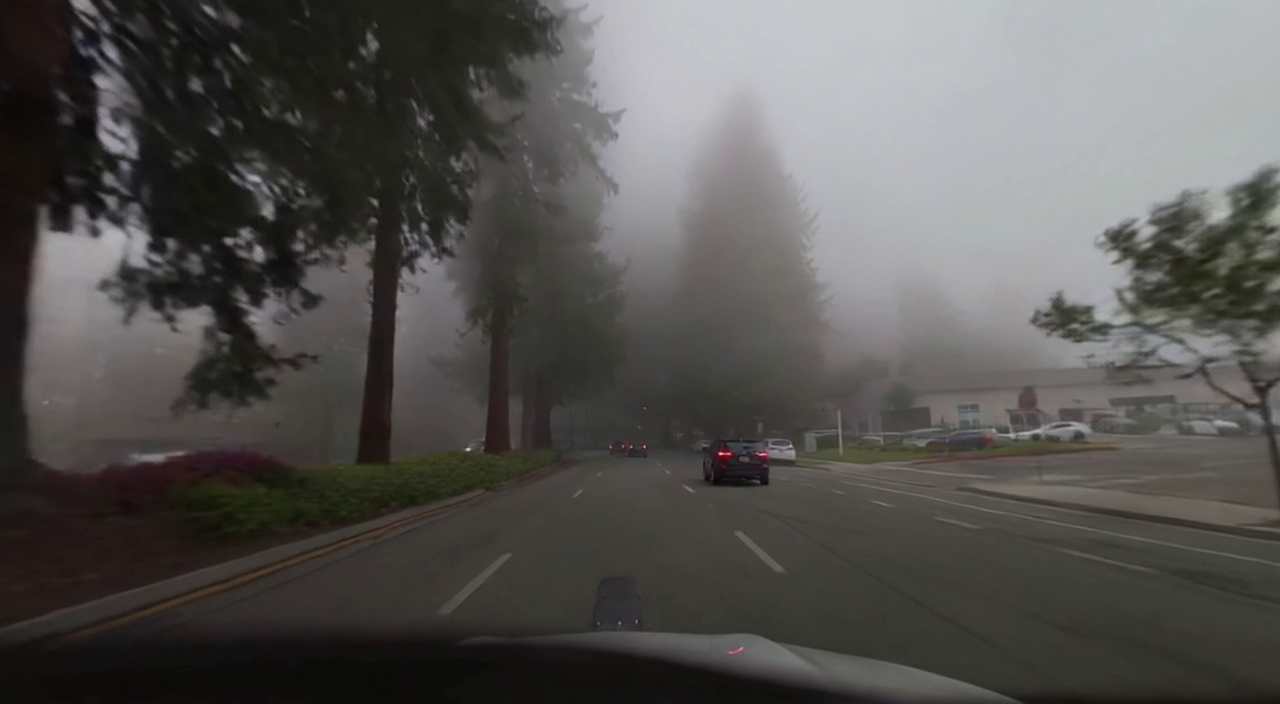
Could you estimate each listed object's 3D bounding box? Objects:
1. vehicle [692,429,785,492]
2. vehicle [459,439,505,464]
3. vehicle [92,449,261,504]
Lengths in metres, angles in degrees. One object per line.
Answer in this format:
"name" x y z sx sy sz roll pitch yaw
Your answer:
"vehicle" 2.826 3.244 19.095 2.022 1.656 4.025 -1 -9 -2
"vehicle" -11.740 7.434 47.010 2.207 1.745 4.717 -1 -9 0
"vehicle" -14.288 3.825 19.837 1.862 1.485 4.611 -1 -9 -1
